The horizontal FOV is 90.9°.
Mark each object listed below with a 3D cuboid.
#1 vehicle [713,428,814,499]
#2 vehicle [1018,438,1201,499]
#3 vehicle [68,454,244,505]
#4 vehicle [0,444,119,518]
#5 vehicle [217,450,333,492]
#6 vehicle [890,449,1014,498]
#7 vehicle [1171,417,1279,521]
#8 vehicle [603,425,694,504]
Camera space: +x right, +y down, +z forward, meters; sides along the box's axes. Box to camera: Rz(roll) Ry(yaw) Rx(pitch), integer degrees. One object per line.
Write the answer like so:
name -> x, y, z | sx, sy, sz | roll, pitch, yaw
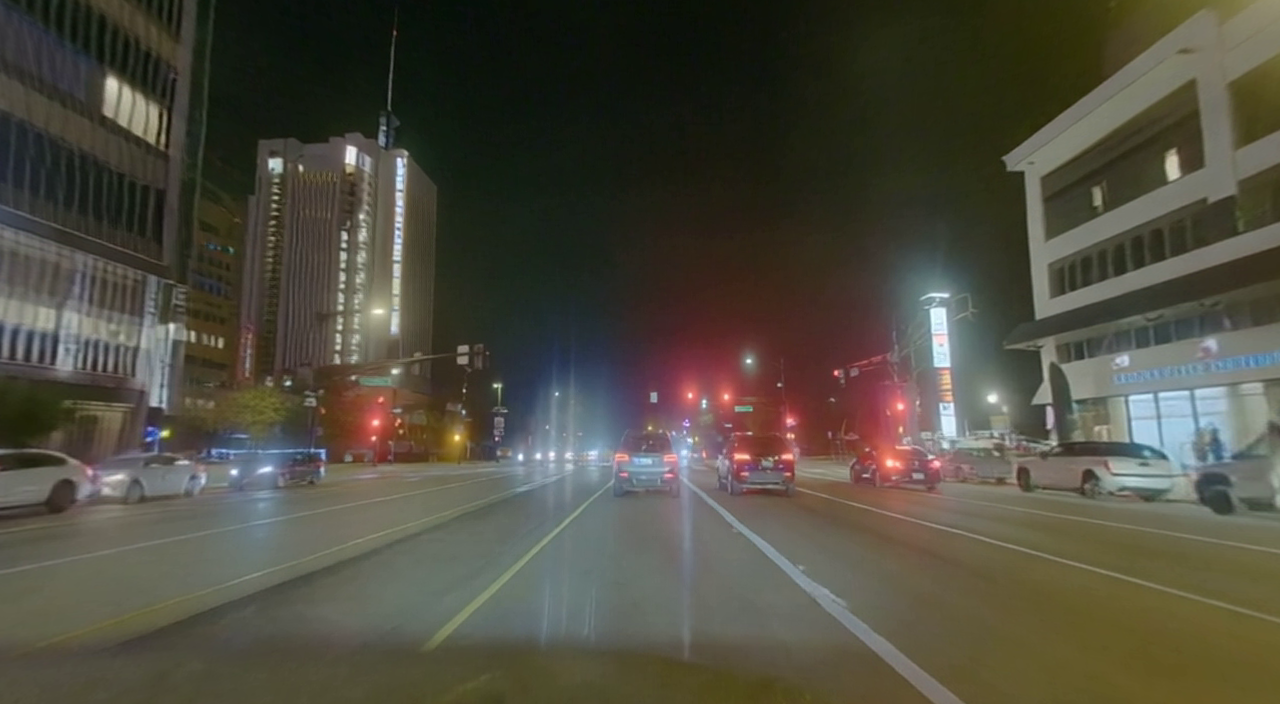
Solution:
vehicle -> 3.681, 3.428, 19.870 | 2.115, 1.932, 5.189 | 0, -8, 0
vehicle -> 13.901, 3.493, 19.116 | 2.022, 1.590, 4.466 | -1, -10, -1
vehicle -> -15.606, 4.094, 20.814 | 1.792, 1.429, 5.161 | 0, -9, -1
vehicle -> -15.623, 3.059, 15.140 | 1.825, 1.685, 5.220 | 1, -9, -1
vehicle -> -15.628, 5.078, 27.390 | 2.096, 1.416, 4.885 | 1, -6, 0
vehicle -> 10.297, 4.016, 21.278 | 1.863, 1.426, 4.494 | 0, -8, -1
vehicle -> 13.859, 2.218, 12.241 | 2.172, 2.060, 5.546 | -3, -9, 0
vehicle -> 0.189, 3.040, 17.474 | 2.157, 1.863, 4.665 | 0, -8, 0
